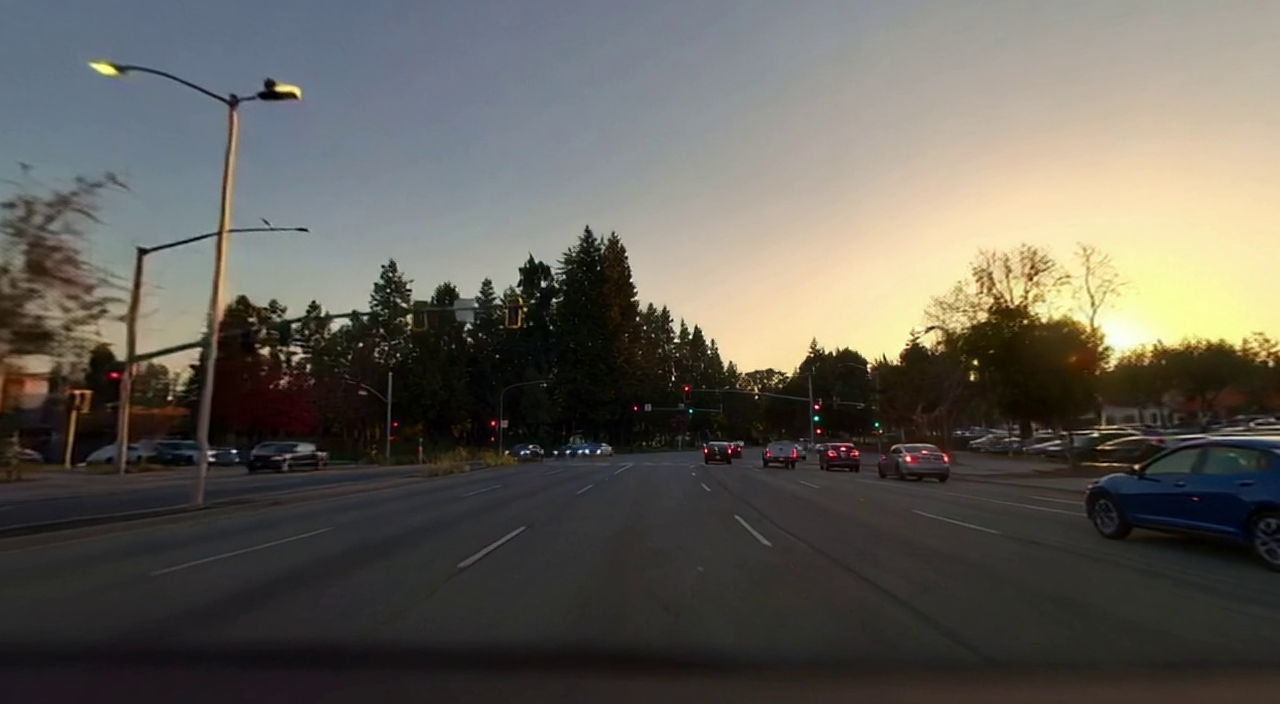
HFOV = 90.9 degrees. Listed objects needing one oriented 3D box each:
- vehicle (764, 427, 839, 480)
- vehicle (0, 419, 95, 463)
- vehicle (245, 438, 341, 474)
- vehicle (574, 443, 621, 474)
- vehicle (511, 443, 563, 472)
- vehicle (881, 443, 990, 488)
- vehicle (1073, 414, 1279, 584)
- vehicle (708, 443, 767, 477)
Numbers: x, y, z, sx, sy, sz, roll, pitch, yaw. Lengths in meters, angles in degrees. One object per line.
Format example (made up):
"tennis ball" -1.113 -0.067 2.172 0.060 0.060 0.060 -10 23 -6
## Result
"vehicle" 7.409 4.729 29.587 2.186 2.202 5.426 0 -8 1
"vehicle" -46.875 6.555 46.236 9.731 3.110 2.942 3 -9 -24
"vehicle" -17.835 5.356 32.733 1.981 1.721 4.772 -1 -8 4
"vehicle" -2.199 5.628 33.601 1.958 1.542 4.175 -1 -8 4
"vehicle" -5.783 5.934 35.819 2.004 1.529 4.319 -1 -8 3
"vehicle" 11.113 4.267 24.126 1.963 1.513 4.600 0 -8 0
"vehicle" 7.267 1.516 6.856 2.051 1.620 4.702 -1 -8 5
"vehicle" 4.736 5.318 31.287 2.292 1.563 4.734 0 -8 2
